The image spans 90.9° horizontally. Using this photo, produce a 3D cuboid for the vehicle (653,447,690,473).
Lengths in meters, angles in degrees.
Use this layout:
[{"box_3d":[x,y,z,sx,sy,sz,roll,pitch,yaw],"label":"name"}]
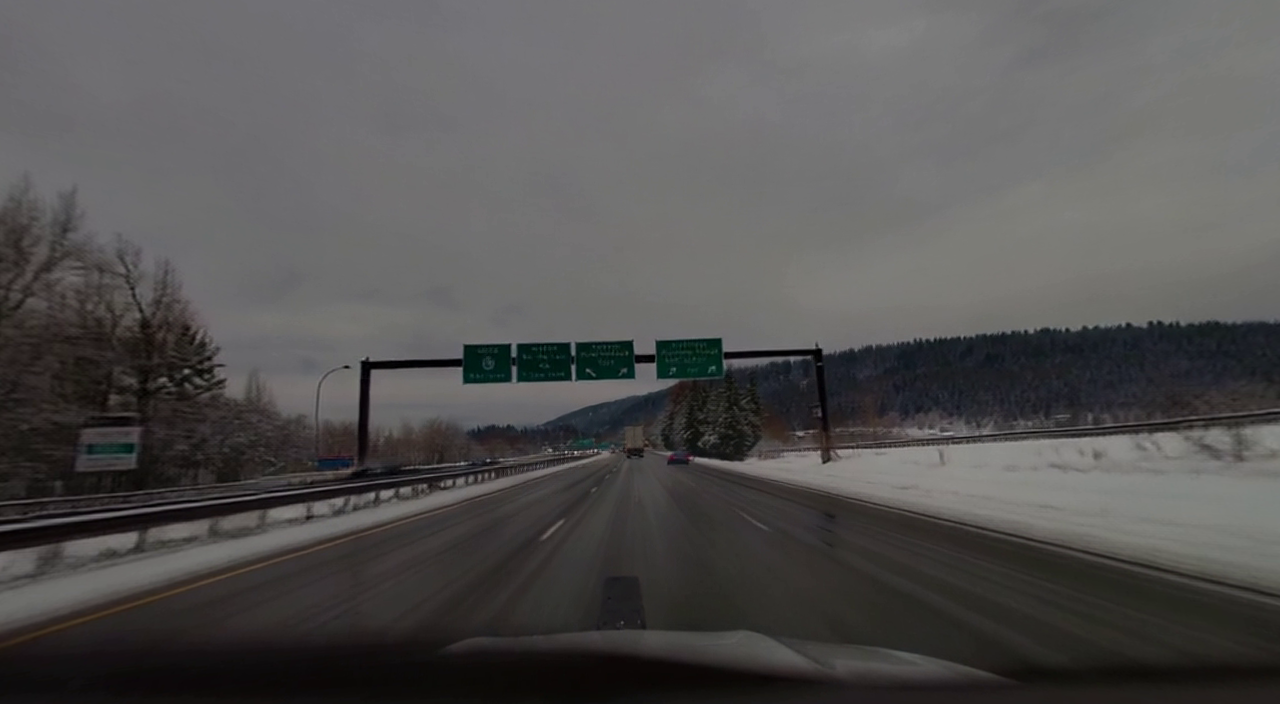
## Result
[{"box_3d":[1.874,6.515,38.145,2.036,1.457,3.471,0,-9,0],"label":"vehicle"}]
